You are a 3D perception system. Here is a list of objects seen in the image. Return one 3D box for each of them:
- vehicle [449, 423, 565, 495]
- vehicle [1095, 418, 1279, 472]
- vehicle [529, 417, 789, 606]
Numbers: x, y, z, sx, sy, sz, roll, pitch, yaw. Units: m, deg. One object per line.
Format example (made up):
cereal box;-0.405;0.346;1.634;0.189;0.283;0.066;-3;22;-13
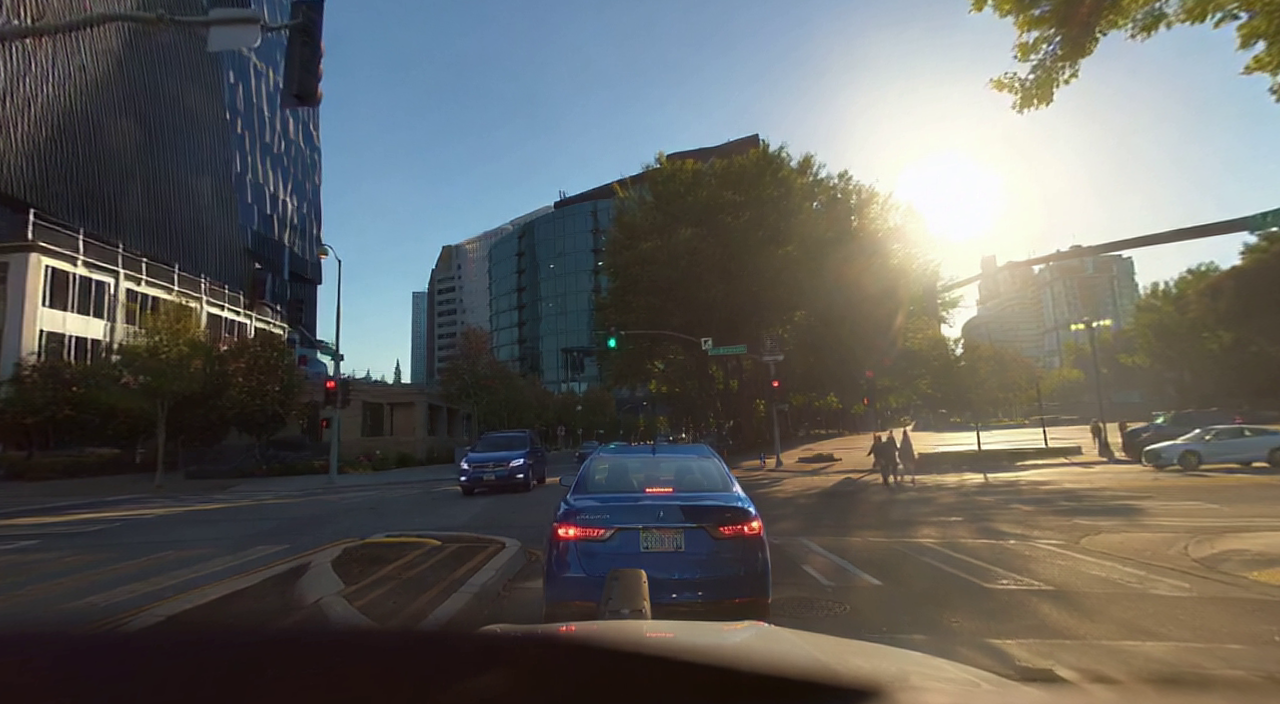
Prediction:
vehicle;-3.938;3.321;19.894;2.317;1.924;5.518;0;-8;2
vehicle;19.162;3.264;22.216;4.675;1.772;1.945;0;-8;-1
vehicle;-0.136;1.646;7.494;1.893;1.532;4.145;2;-9;-16
